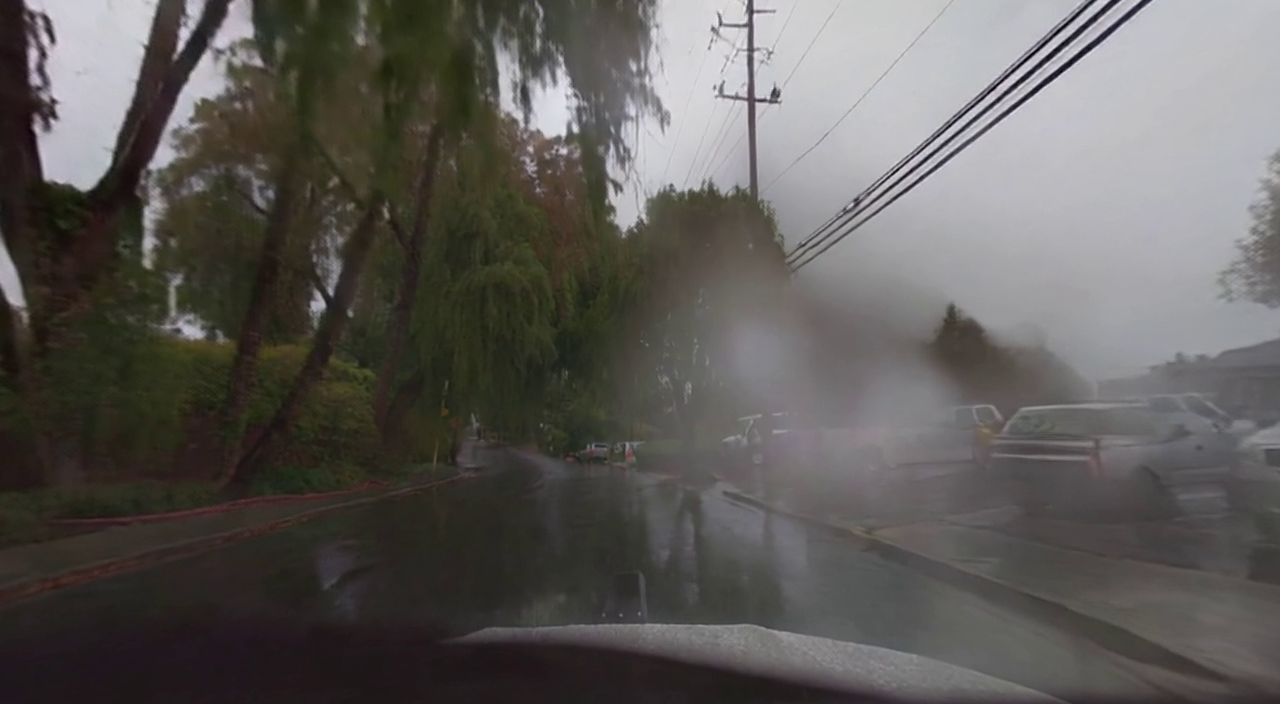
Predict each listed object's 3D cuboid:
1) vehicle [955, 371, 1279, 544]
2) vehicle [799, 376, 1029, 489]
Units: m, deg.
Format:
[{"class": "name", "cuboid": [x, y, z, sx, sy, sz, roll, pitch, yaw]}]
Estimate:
[{"class": "vehicle", "cuboid": [6.935, 1.280, 8.912, 4.444, 1.902, 2.099, 1, -4, -26]}, {"class": "vehicle", "cuboid": [6.677, 1.915, 15.322, 5.269, 2.289, 2.446, 4, -8, -32]}]
